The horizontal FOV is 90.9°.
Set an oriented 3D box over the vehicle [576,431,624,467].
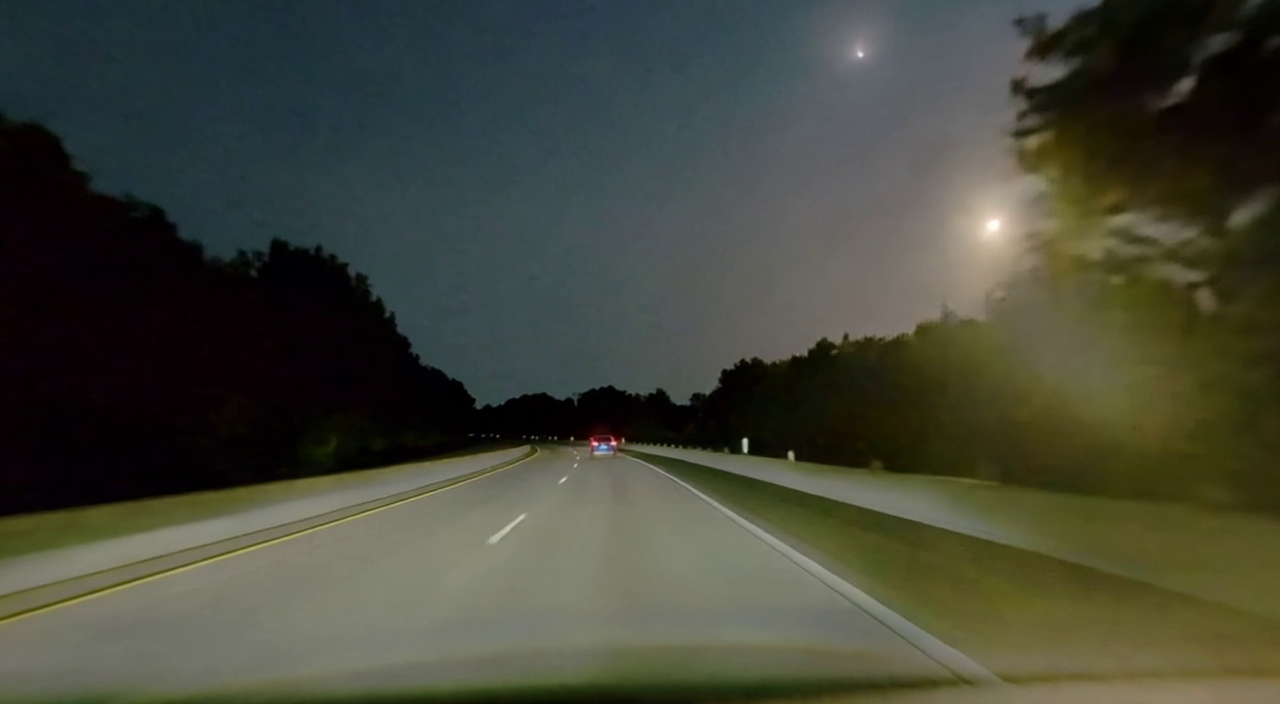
[{"bbox_3d":[-2.216,5.317,34.752,2.452,1.857,4.022,0,-8,-4],"label":"vehicle"}]
